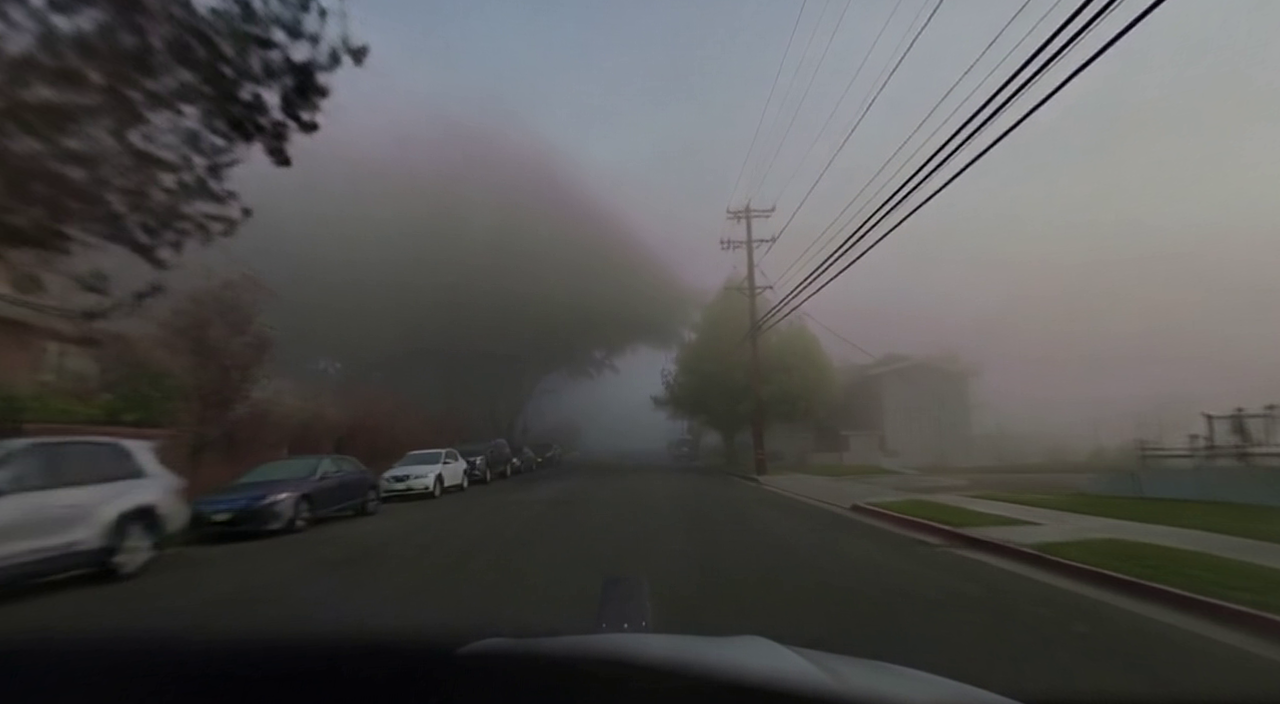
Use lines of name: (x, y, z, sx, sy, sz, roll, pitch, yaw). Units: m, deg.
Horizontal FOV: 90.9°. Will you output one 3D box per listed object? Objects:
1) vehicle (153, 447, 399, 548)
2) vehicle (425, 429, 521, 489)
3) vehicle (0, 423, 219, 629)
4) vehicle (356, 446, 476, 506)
vehicle: (-6.263, 2.496, 11.636, 1.816, 1.460, 4.542, 0, -8, 0)
vehicle: (-6.251, 4.085, 24.436, 2.222, 2.022, 5.547, 0, -8, 0)
vehicle: (-6.244, 1.495, 5.634, 1.848, 1.698, 4.482, 0, -8, 0)
vehicle: (-6.164, 3.415, 17.932, 1.890, 1.453, 4.430, 0, -8, -2)
